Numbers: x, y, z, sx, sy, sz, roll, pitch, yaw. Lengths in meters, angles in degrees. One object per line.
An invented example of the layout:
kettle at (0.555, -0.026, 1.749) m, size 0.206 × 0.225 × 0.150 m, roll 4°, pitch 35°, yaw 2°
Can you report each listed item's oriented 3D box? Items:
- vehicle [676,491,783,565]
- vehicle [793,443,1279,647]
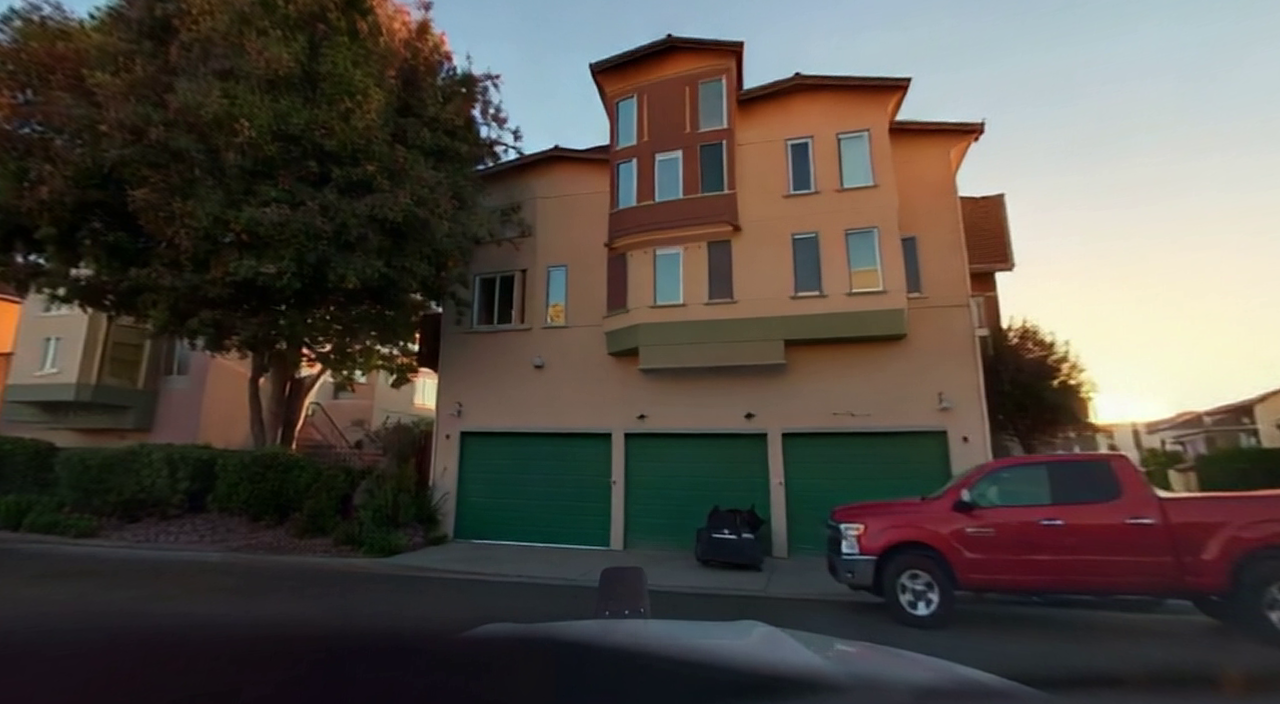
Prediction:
vehicle at (2.522, 4.632, 16.940) m, size 1.869 × 1.460 × 3.826 m, roll -8°, pitch -11°, yaw 21°
vehicle at (4.844, 2.057, 7.400) m, size 5.600 × 1.835 × 2.161 m, roll -4°, pitch -11°, yaw 20°
